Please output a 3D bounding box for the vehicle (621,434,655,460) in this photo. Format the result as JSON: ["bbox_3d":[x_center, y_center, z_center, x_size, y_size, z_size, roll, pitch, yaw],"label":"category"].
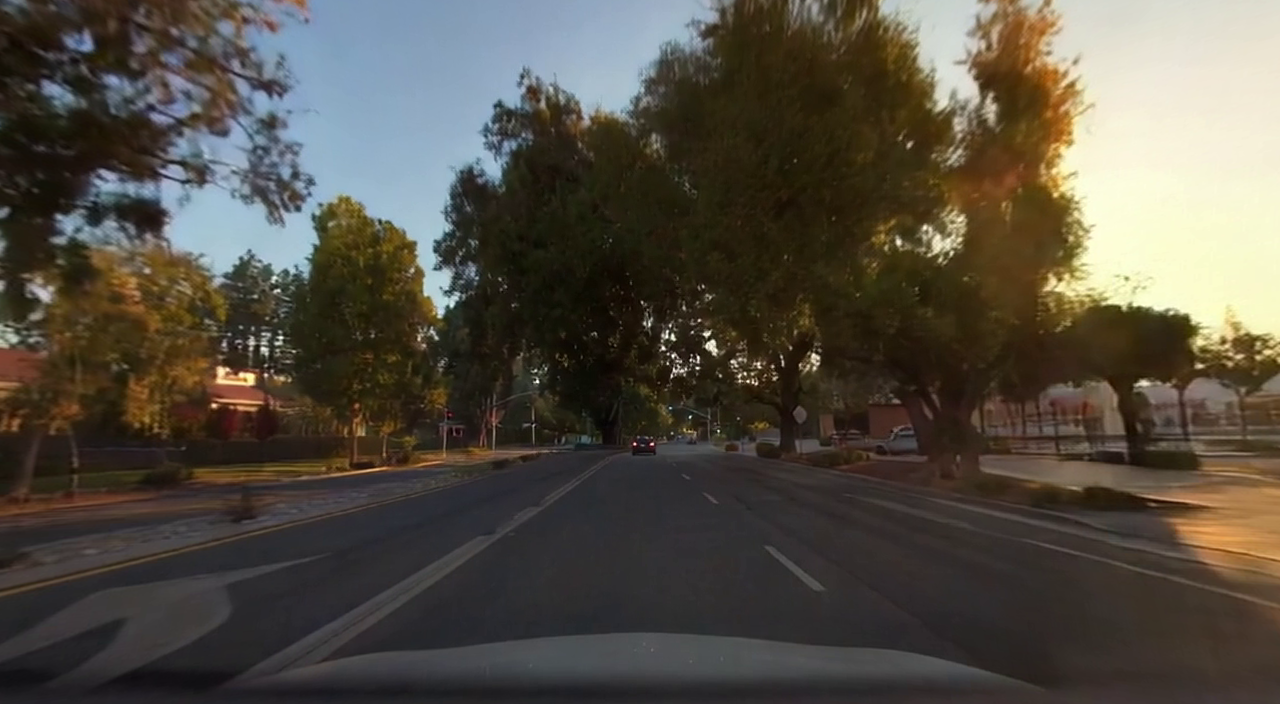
[{"bbox_3d":[-0.078,6.427,42.560,2.196,1.646,4.109,0,-8,2],"label":"vehicle"}]

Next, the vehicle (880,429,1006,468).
[{"bbox_3d":[13.855,4.386,28.936,5.001,1.554,1.961,-3,-9,31],"label":"vehicle"}]
